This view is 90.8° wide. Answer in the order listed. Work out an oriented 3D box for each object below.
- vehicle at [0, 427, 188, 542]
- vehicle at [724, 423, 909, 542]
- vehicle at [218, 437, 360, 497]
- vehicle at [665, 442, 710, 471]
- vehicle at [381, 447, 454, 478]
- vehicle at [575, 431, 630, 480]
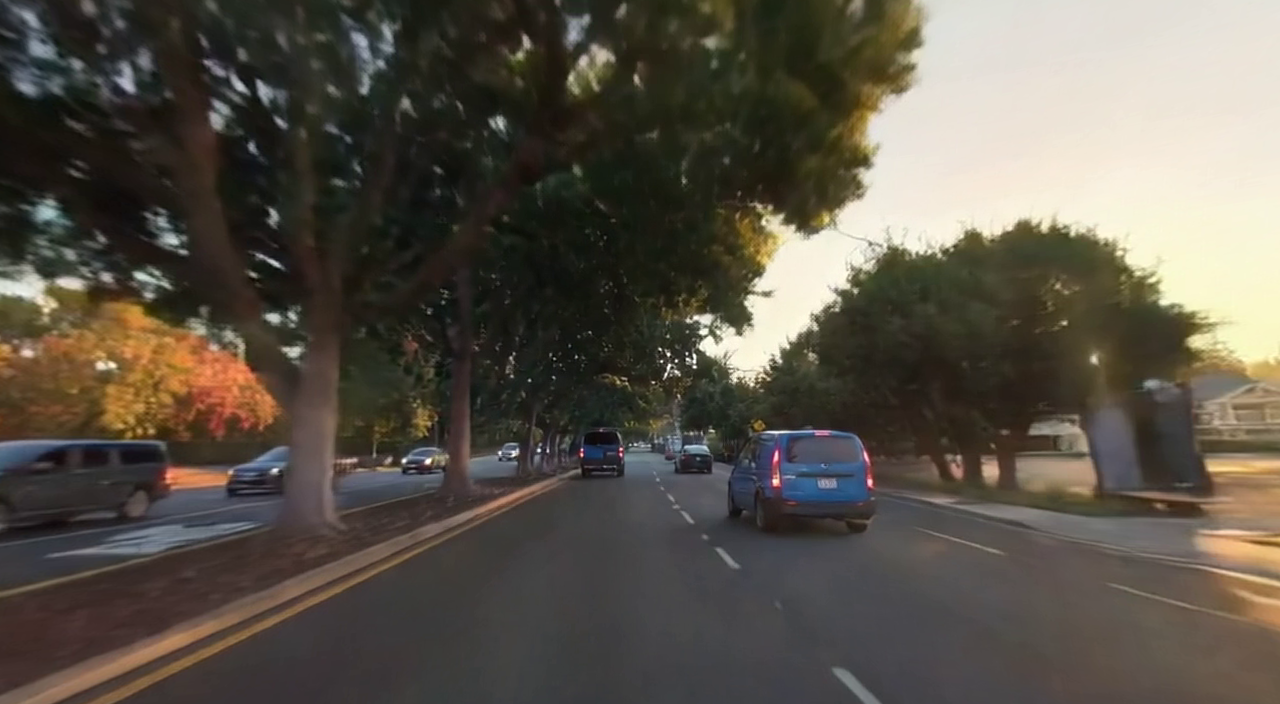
[{"bbox_3d":[-11.269,2.375,11.783,2.091,1.806,4.859,0,-9,-1],"label":"vehicle"},{"bbox_3d":[2.805,2.179,11.165,1.965,1.671,4.146,0,-9,-2],"label":"vehicle"},{"bbox_3d":[-11.459,3.774,21.107,2.192,1.754,4.569,0,-9,-1],"label":"vehicle"},{"bbox_3d":[2.833,6.365,38.660,2.248,1.692,4.252,0,-9,-2],"label":"vehicle"},{"bbox_3d":[-11.656,5.803,33.508,2.116,1.481,4.572,0,-9,1],"label":"vehicle"},{"bbox_3d":[-1.622,4.681,28.843,2.228,2.054,4.309,0,-9,0],"label":"vehicle"}]
